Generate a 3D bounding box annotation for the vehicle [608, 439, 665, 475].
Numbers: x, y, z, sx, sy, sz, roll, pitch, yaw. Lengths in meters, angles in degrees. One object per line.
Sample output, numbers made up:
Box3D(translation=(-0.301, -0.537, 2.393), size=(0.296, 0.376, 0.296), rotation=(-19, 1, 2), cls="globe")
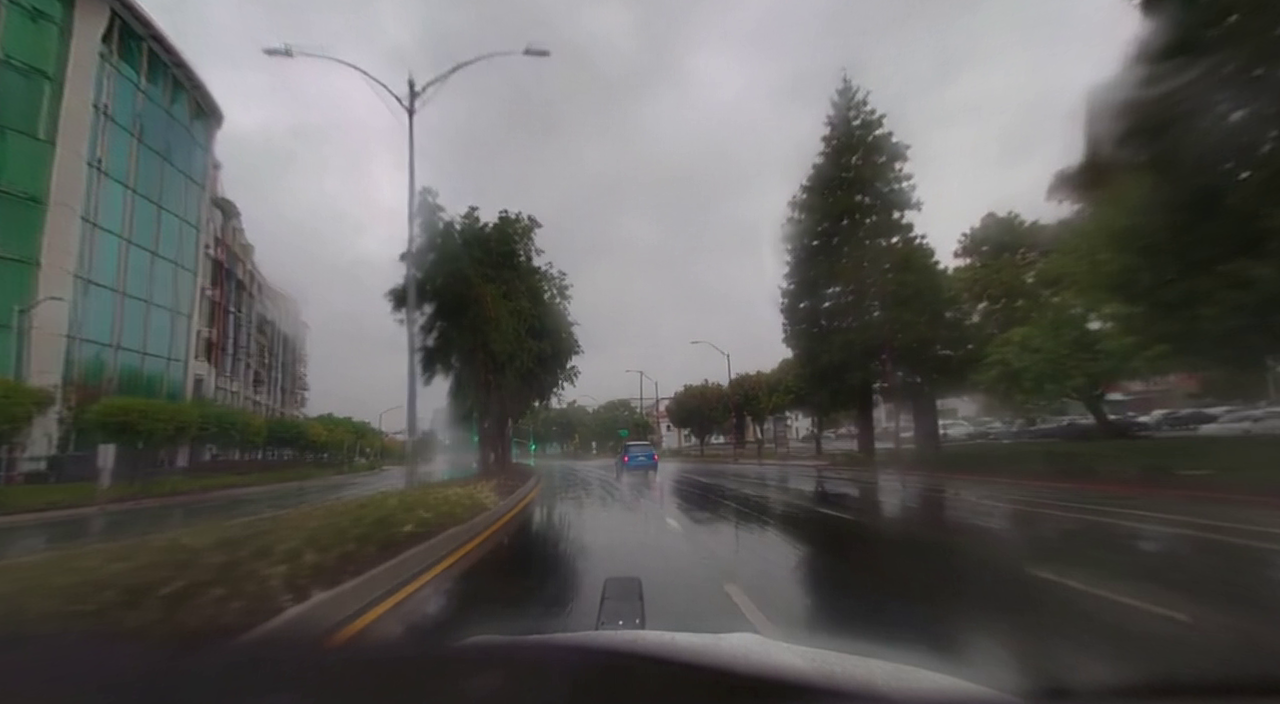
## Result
Box3D(translation=(-0.255, 5.300, 32.187), size=(2.165, 1.633, 4.381), rotation=(1, -8, -10), cls="vehicle")
